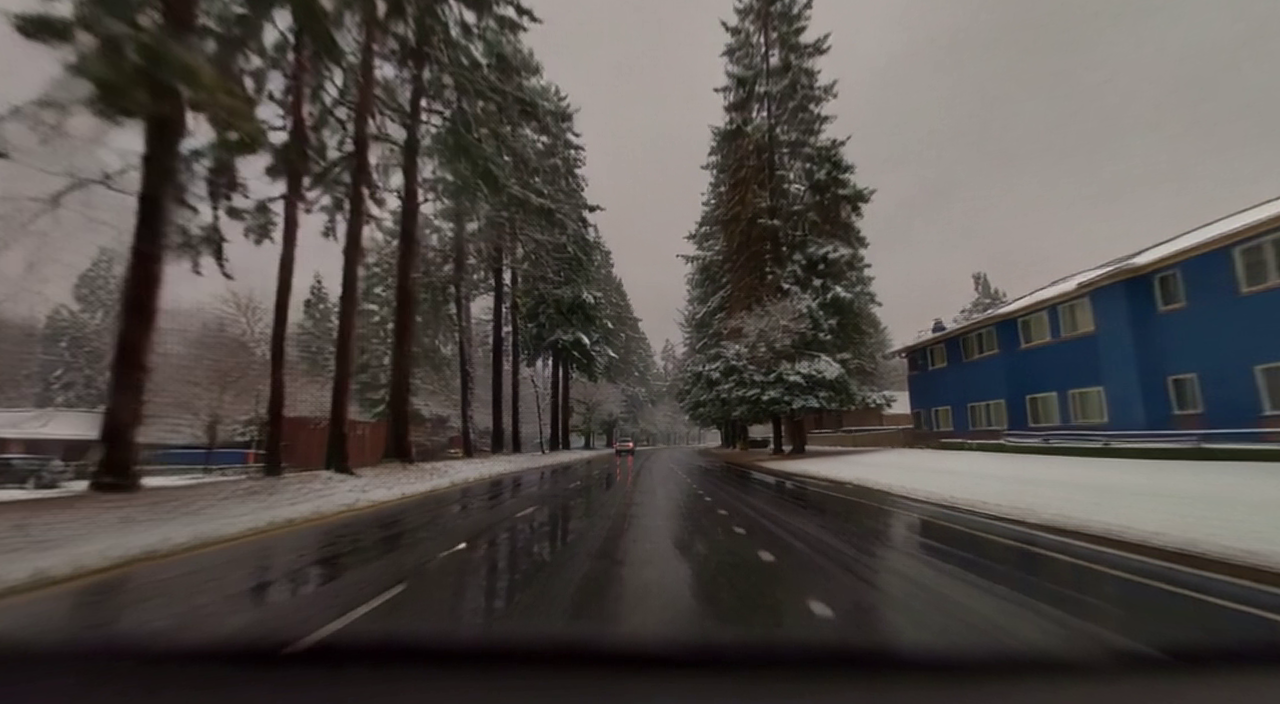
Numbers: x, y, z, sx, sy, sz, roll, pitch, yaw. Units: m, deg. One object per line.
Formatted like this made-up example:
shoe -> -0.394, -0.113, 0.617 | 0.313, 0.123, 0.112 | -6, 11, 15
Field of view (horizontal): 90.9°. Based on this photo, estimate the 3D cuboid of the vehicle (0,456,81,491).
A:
vehicle -> -34.267, 6.745, 35.224 | 2.036, 1.754, 4.177 | -1, -9, 1
